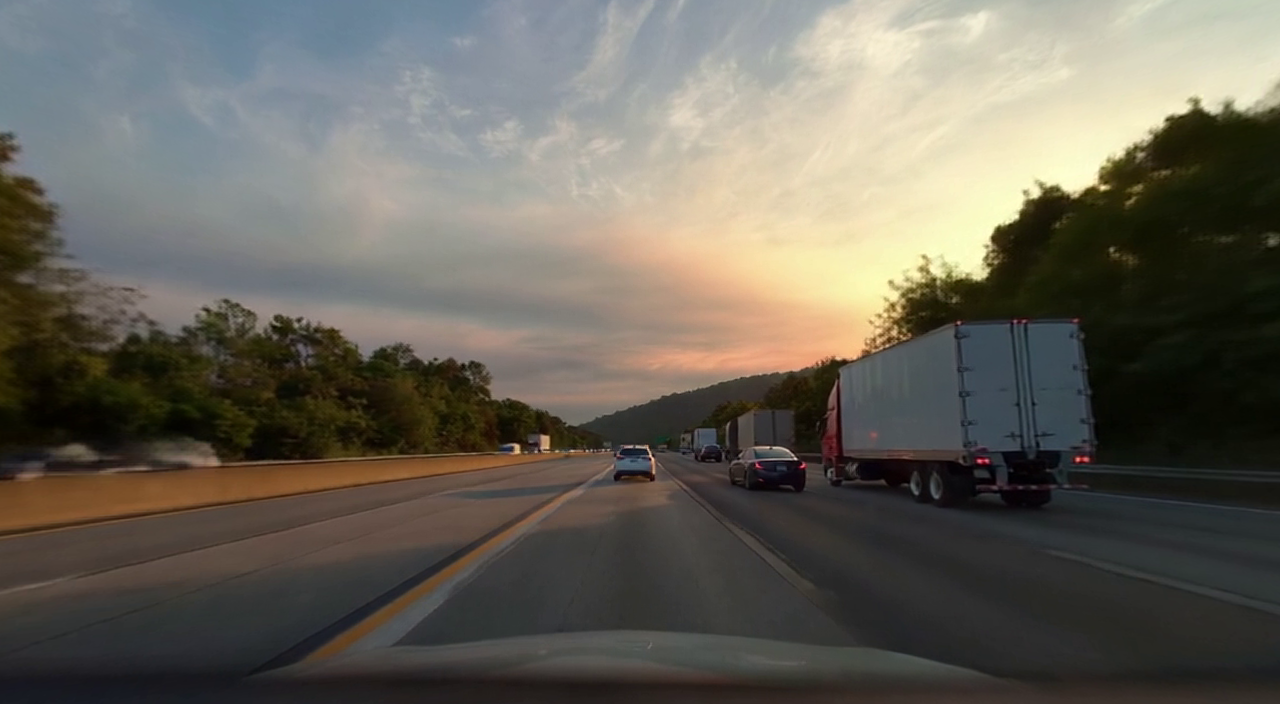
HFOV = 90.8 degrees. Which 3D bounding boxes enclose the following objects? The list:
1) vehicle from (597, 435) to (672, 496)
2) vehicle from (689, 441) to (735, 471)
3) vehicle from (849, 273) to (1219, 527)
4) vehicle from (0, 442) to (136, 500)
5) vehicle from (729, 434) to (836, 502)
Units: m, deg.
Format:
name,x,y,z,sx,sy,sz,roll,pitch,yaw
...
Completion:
name,x,y,z,sx,sy,sz,roll,pitch,yaw
vehicle,-0.136,3.349,18.842,2.023,1.618,3.628,0,-9,0
vehicle,4.185,6.086,37.148,2.150,1.632,4.260,0,-9,-1
vehicle,7.615,1.366,14.324,2.823,4.063,8.485,0,-9,0
vehicle,-19.564,3.829,20.649,2.139,1.674,4.733,0,-9,1
vehicle,3.686,3.078,17.021,1.920,1.594,3.867,0,-9,-1
